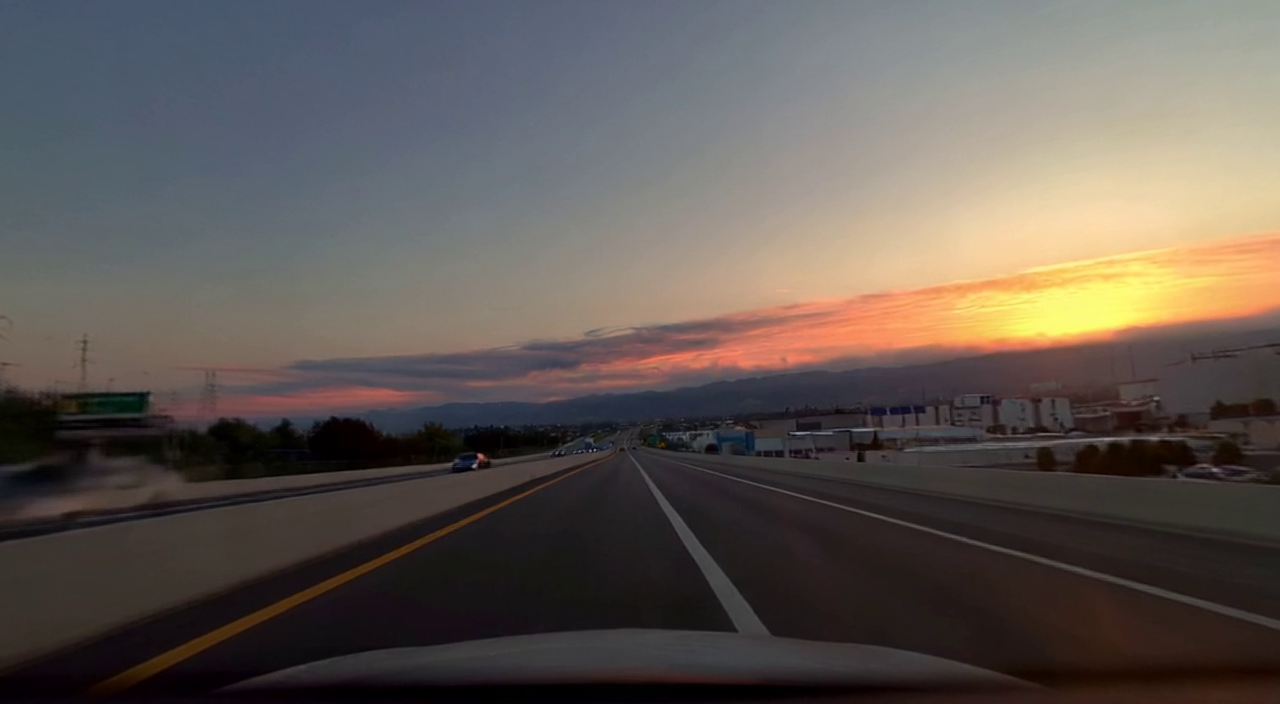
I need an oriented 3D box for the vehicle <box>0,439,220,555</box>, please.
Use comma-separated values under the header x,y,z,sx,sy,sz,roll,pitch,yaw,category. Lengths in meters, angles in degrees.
x,y,z,sx,sy,sz,roll,pitch,yaw,category
-9.900,2.399,11.112,2.071,1.621,4.273,0,-9,-1,vehicle
